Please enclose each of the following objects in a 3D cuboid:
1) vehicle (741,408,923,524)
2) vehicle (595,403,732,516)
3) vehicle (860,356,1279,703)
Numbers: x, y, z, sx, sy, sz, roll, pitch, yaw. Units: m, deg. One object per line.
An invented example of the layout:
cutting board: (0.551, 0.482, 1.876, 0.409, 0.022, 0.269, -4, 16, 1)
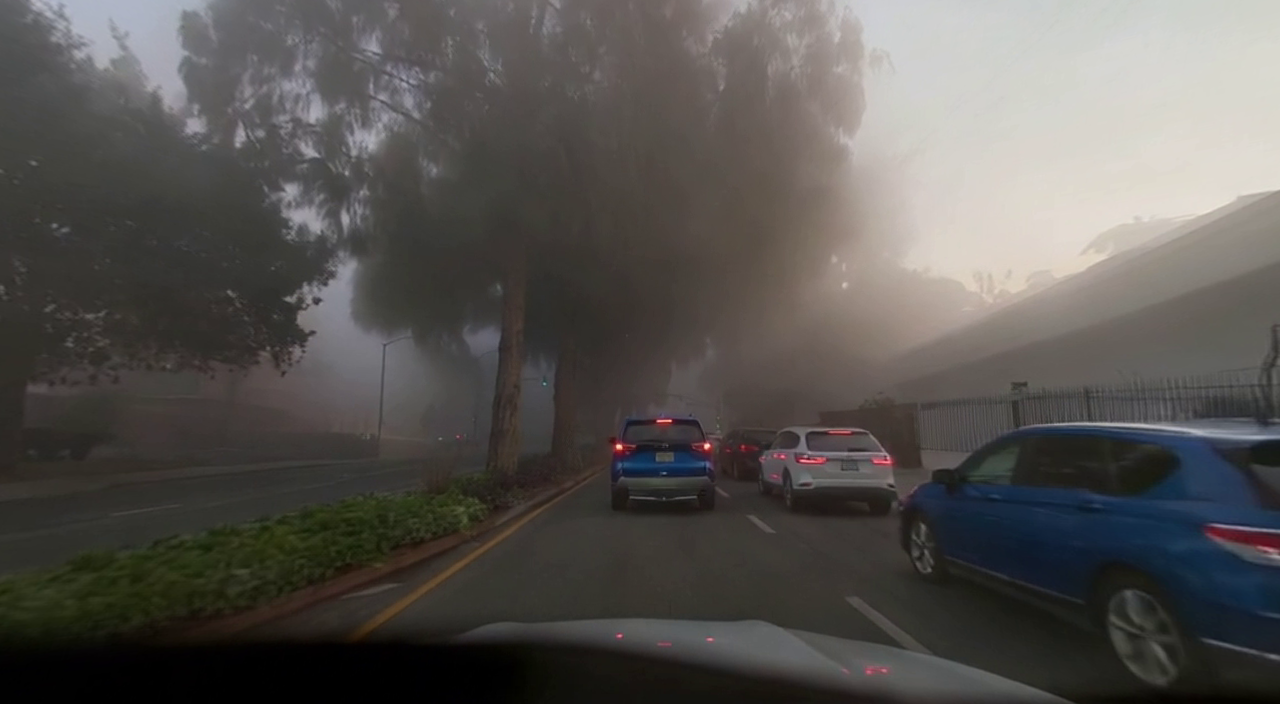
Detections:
vehicle: (3.702, 2.332, 13.439, 2.238, 1.958, 5.250, 0, -8, 0)
vehicle: (0.435, 2.187, 13.170, 2.386, 1.947, 4.168, 0, -8, 1)
vehicle: (3.607, 1.201, 4.758, 2.138, 1.699, 4.852, 0, -8, 0)
